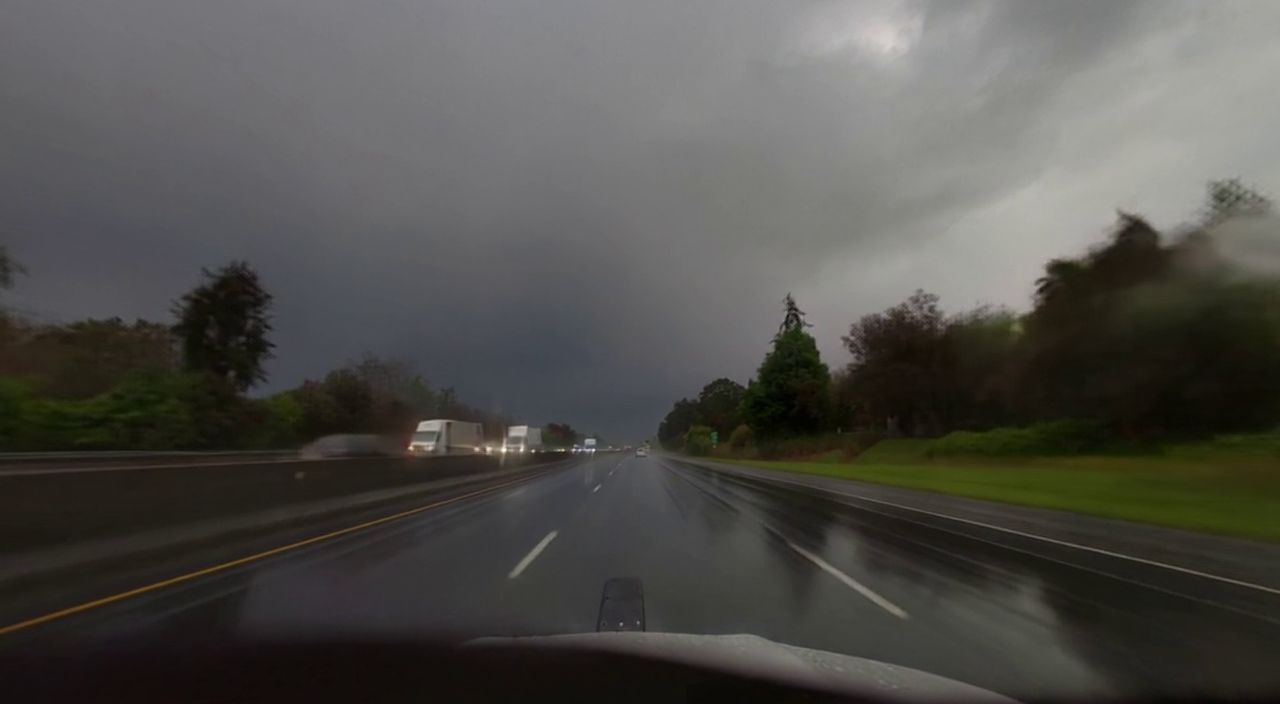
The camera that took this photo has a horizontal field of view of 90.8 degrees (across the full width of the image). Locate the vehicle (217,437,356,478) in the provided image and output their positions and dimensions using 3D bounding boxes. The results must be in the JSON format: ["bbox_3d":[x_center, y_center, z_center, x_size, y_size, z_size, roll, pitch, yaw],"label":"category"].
[{"bbox_3d":[-11.800,3.571,21.509,2.177,1.229,4.493,0,-9,0],"label":"vehicle"}]
